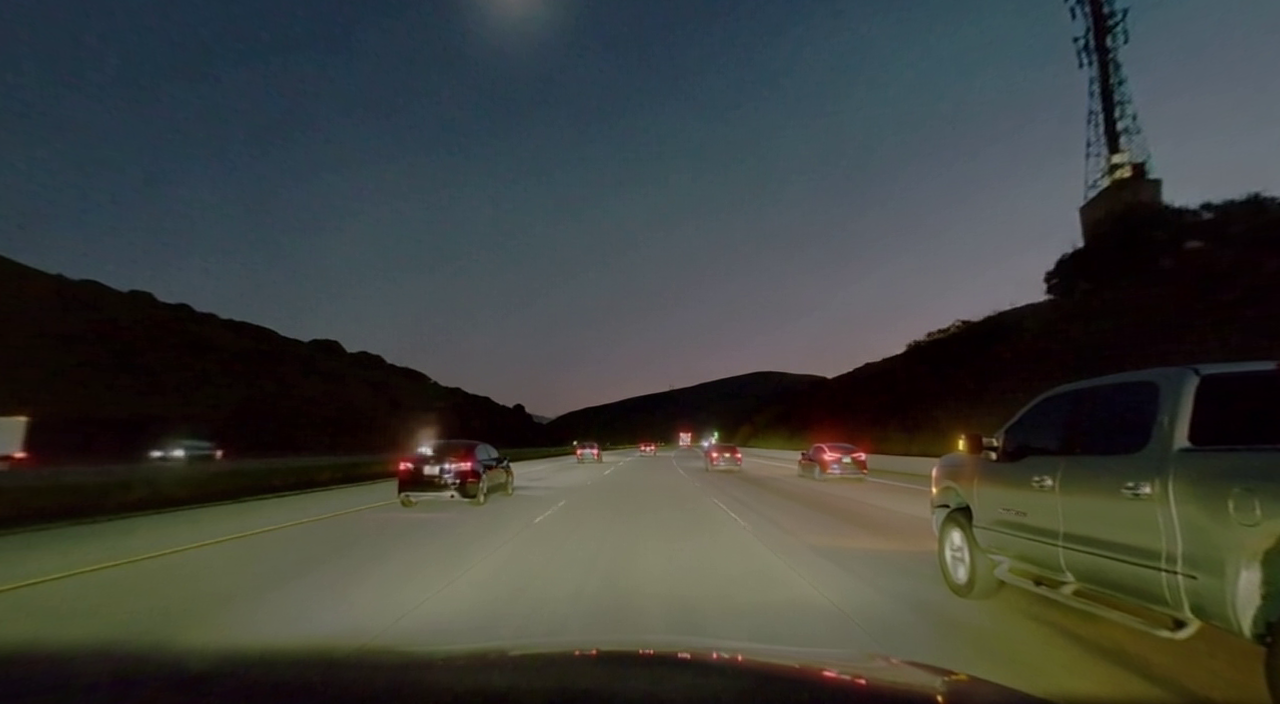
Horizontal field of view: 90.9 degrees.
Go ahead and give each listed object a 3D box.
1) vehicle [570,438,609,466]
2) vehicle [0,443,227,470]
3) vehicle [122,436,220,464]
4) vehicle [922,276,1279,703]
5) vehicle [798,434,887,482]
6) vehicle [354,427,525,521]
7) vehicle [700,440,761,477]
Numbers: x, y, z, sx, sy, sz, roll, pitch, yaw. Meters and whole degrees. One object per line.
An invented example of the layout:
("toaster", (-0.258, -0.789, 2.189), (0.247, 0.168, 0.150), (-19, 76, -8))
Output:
("vehicle", (-3.255, 6.529, 41.376), (2.021, 1.679, 4.310), (-1, -8, 2))
("vehicle", (-38.397, 7.356, 45.518), (3.105, 1.561, 20.556), (-1, -8, 2))
("vehicle", (-33.686, 7.058, 45.601), (2.267, 1.855, 6.107), (-1, -9, 2))
("vehicle", (3.400, 0.735, 2.607), (2.098, 1.925, 5.171), (0, -8, 1))
("vehicle", (7.661, 4.050, 24.359), (1.986, 1.633, 4.430), (0, -8, 0))
("vehicle", (-3.981, 2.509, 13.530), (2.113, 1.636, 4.494), (0, -8, 1))
("vehicle", (3.917, 4.702, 28.134), (2.046, 1.471, 4.333), (0, -8, 0))
